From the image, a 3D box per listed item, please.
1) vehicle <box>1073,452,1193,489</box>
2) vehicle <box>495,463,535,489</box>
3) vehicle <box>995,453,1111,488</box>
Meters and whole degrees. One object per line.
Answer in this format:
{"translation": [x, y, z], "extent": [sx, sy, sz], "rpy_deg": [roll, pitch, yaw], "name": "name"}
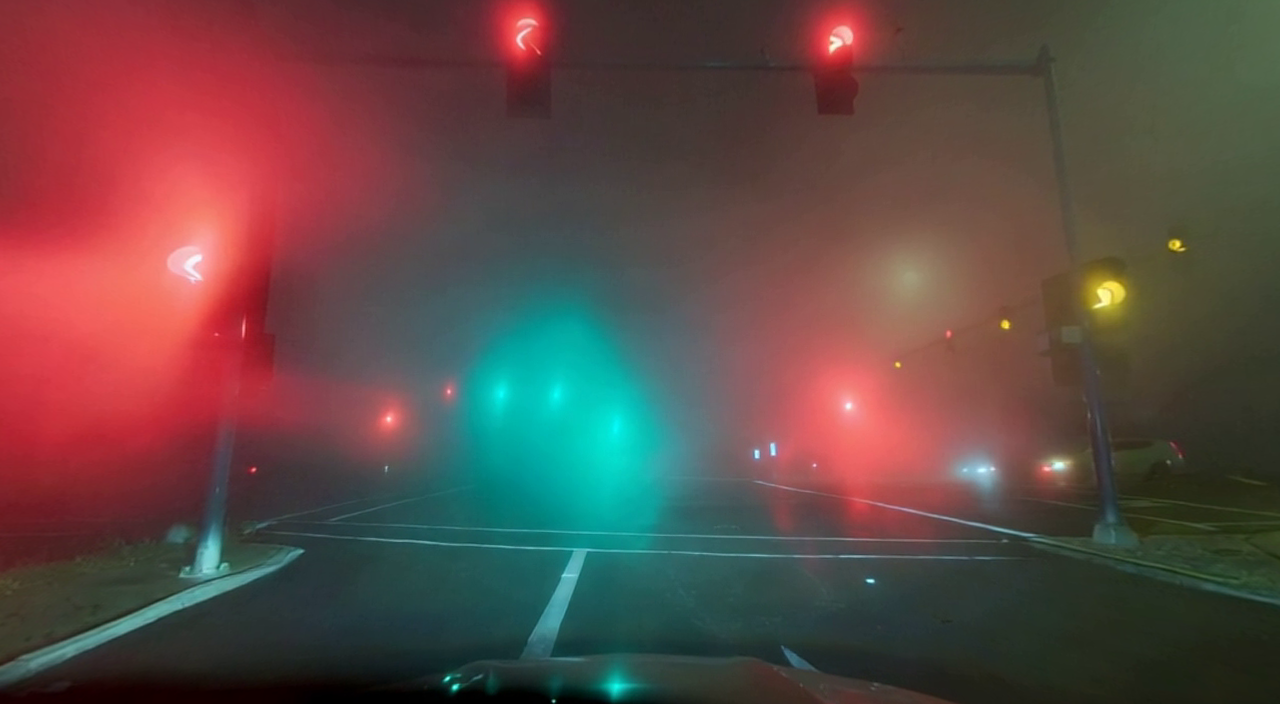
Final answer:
{"translation": [22.727, 5.448, 29.124], "extent": [3.998, 1.590, 1.936], "rpy_deg": [1, -10, -6], "name": "vehicle"}
{"translation": [-8.999, 8.946, 45.687], "extent": [2.045, 1.608, 3.709], "rpy_deg": [0, -8, 1], "name": "vehicle"}
{"translation": [21.215, 6.130, 32.470], "extent": [4.455, 1.647, 2.124], "rpy_deg": [1, -12, -6], "name": "vehicle"}
